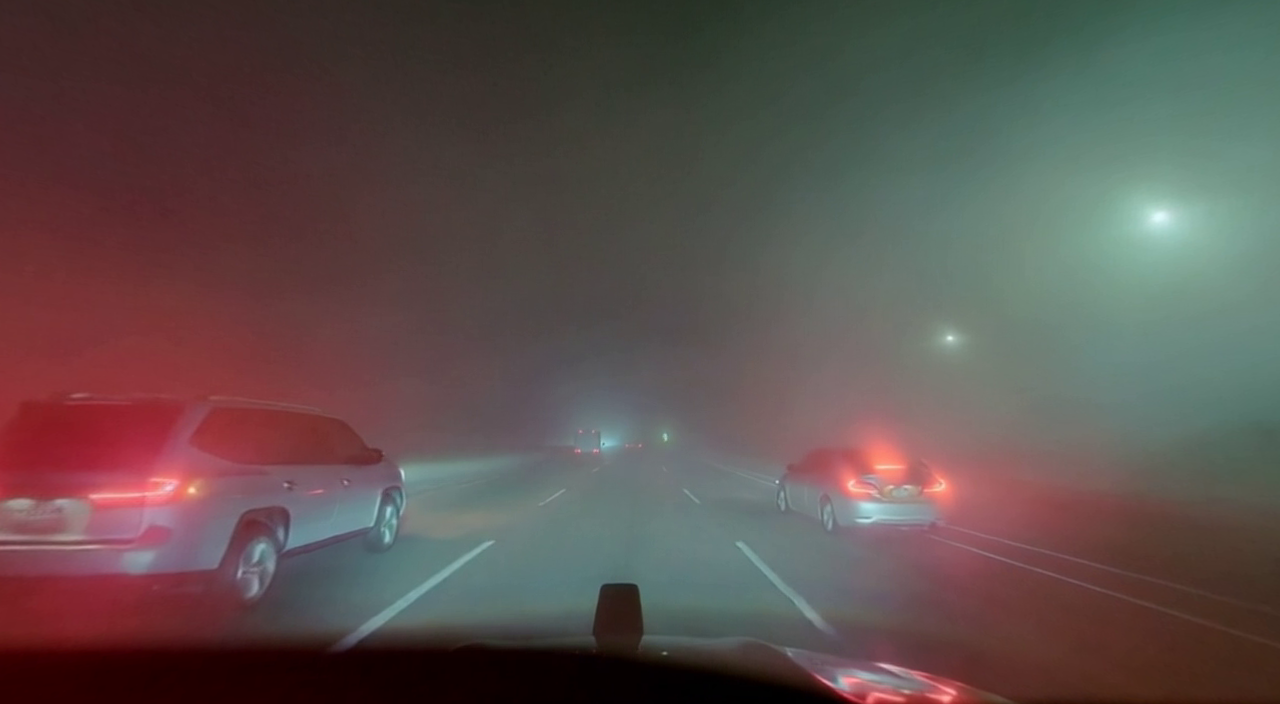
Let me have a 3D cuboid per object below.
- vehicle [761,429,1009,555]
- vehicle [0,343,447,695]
[{"bbox_3d":[3.513,2.118,10.305,2.047,1.532,4.884,0,-9,-1],"label":"vehicle"},{"bbox_3d":[-3.952,1.281,6.169,2.285,1.853,5.564,0,-9,1],"label":"vehicle"}]
